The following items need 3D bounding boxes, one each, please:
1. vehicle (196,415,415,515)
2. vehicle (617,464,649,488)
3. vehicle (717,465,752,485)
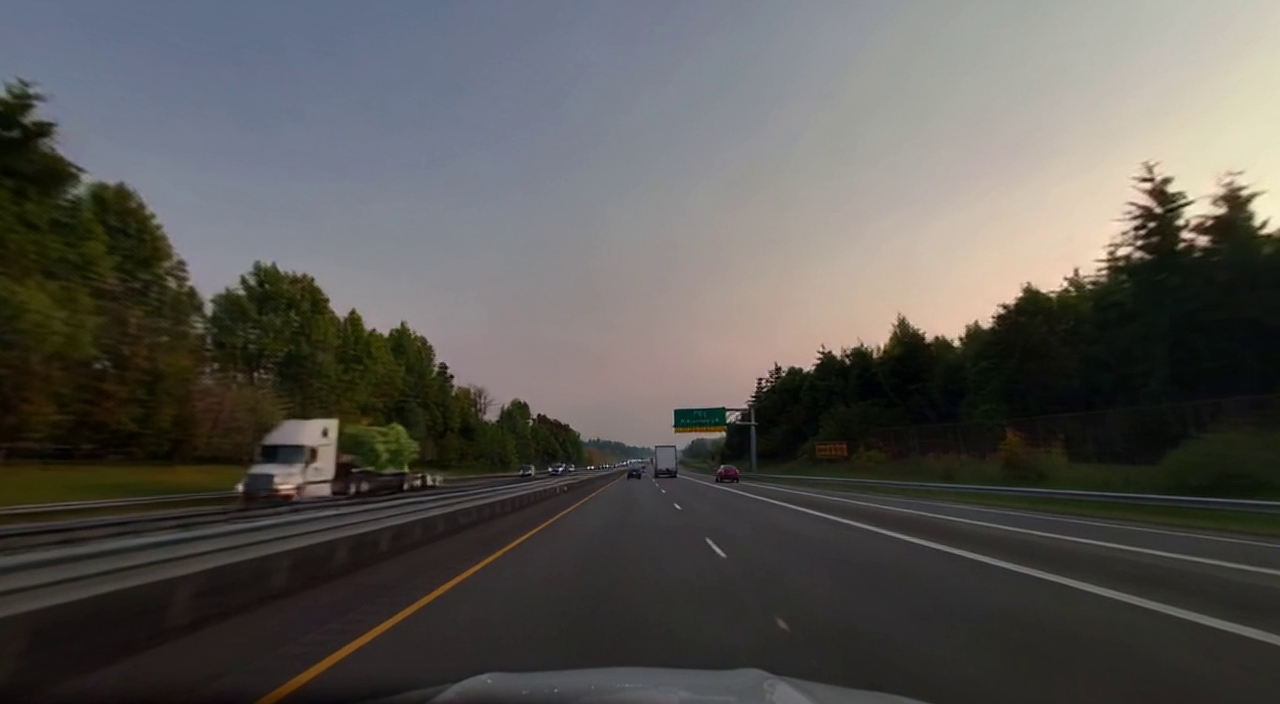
[{"bbox_3d":[-13.875,5.057,28.187,3.035,3.442,12.288,1,-10,0],"label":"vehicle"},{"bbox_3d":[-0.474,8.253,42.083,2.025,1.452,3.927,1,-10,-1],"label":"vehicle"},{"bbox_3d":[7.435,9.739,49.960,1.977,1.494,4.311,1,-10,-2],"label":"vehicle"}]
